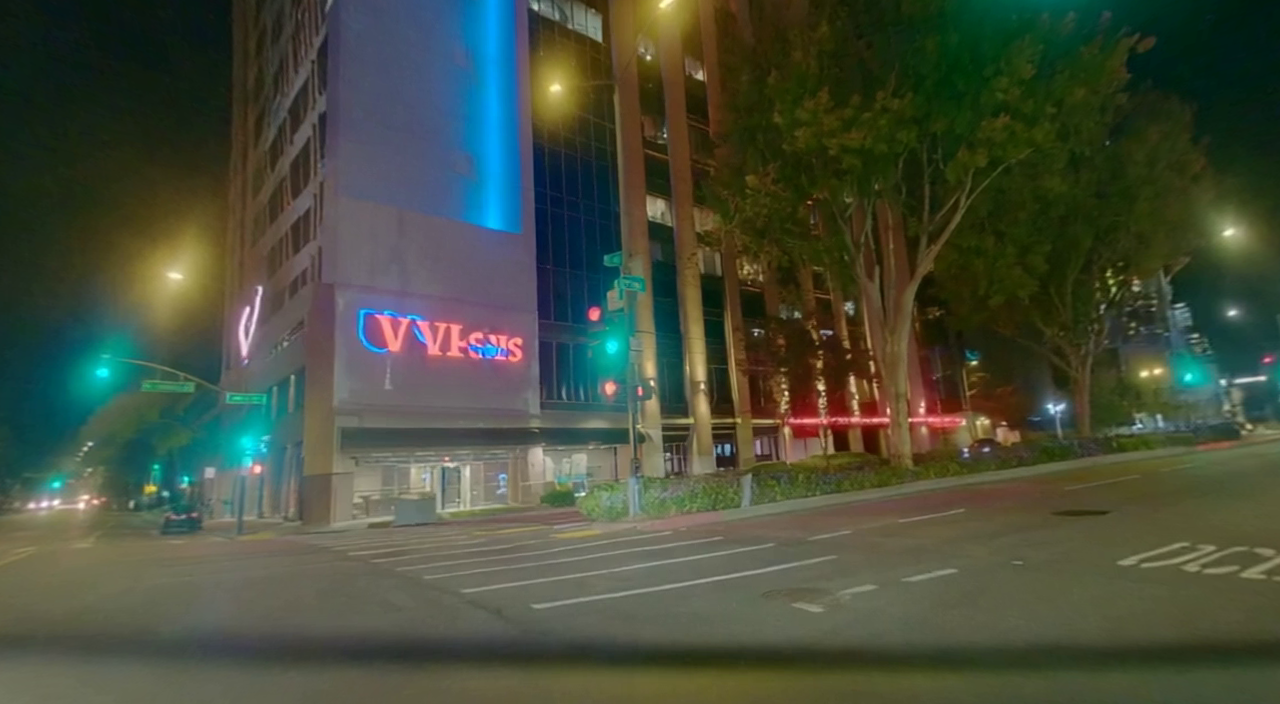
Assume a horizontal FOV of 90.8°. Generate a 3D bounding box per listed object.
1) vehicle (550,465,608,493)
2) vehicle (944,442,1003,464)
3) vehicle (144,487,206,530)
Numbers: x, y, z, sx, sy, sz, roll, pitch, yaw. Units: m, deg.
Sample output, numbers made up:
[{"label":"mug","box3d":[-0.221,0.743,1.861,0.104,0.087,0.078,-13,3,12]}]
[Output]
[{"label":"vehicle","box3d":[-3.938,8.022,40.114,1.956,1.471,3.994,4,-10,-34]},{"label":"vehicle","box3d":[24.862,7.503,47.043,4.442,1.440,1.840,4,-10,-32]},{"label":"vehicle","box3d":[-21.351,7.145,29.119,2.066,1.481,4.004,6,-10,-34]}]
